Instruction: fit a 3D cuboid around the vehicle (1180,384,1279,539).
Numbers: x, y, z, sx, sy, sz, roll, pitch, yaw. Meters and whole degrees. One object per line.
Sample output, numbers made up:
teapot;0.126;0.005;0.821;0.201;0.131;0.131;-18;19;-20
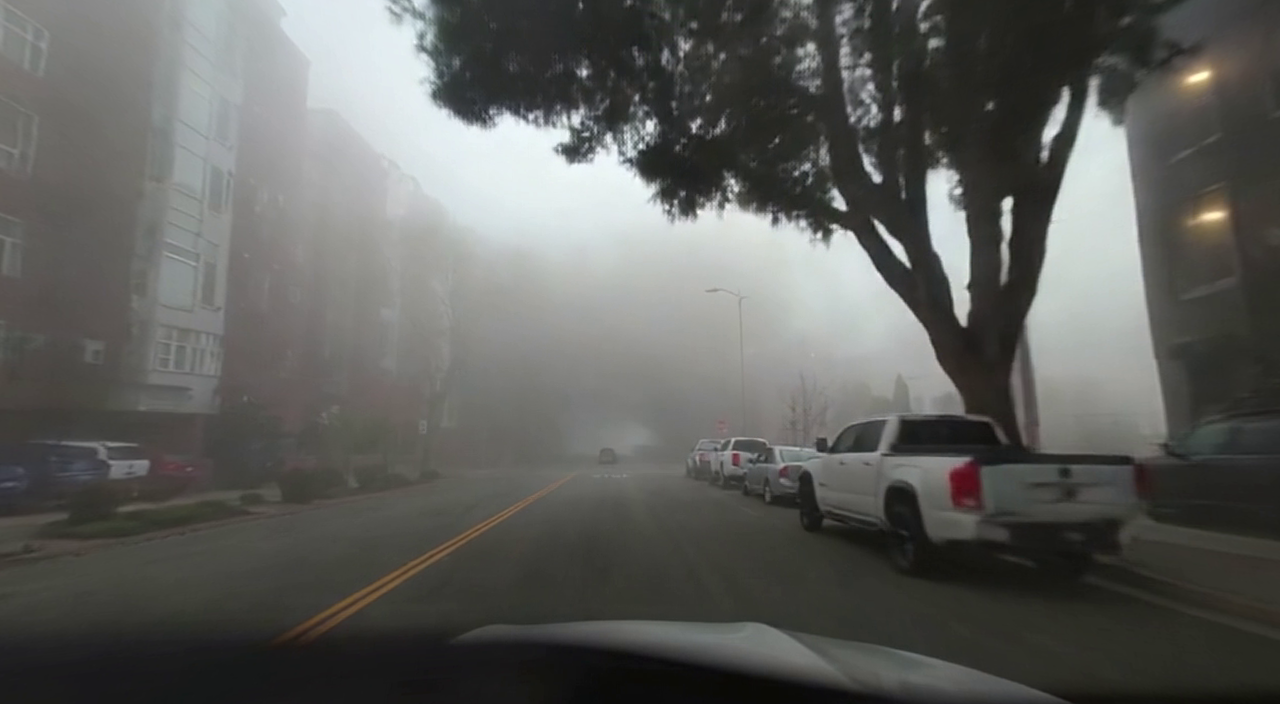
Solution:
vehicle;9.010;1.116;5.983;2.282;1.893;6.027;-2;-7;-1

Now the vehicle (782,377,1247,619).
vehicle;3.764;1.623;8.170;2.292;1.974;5.853;0;-8;-2
